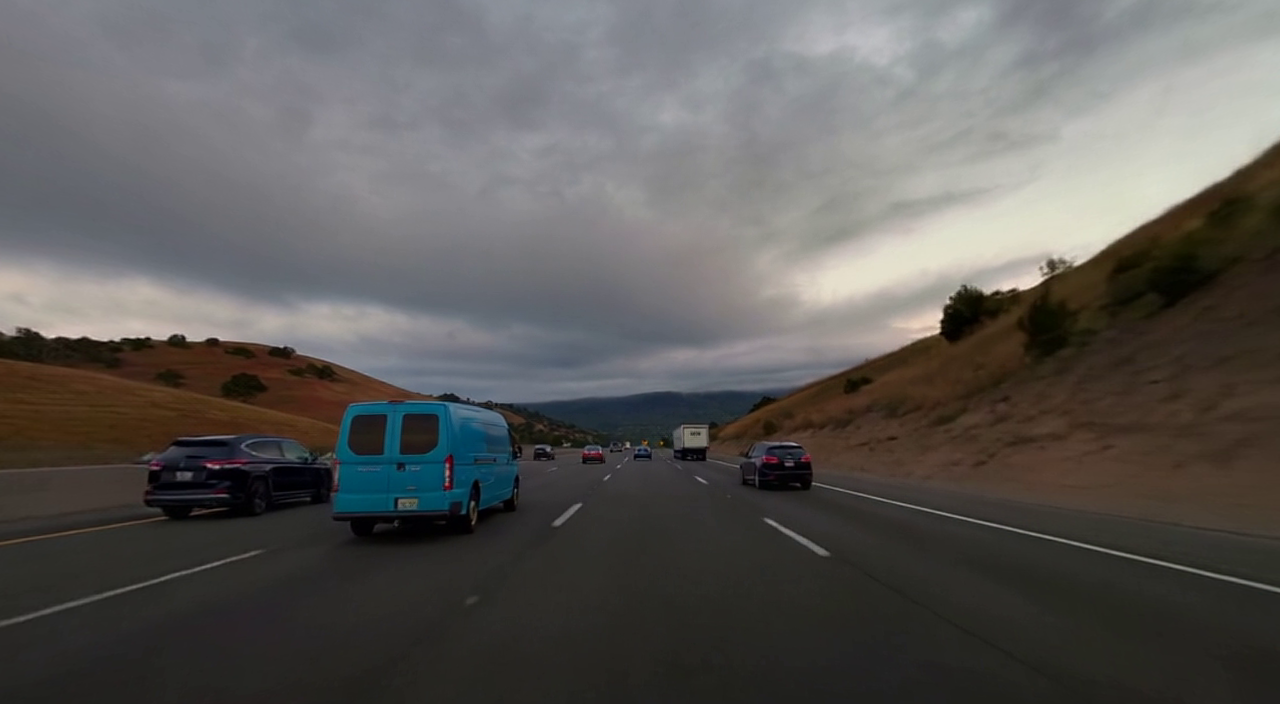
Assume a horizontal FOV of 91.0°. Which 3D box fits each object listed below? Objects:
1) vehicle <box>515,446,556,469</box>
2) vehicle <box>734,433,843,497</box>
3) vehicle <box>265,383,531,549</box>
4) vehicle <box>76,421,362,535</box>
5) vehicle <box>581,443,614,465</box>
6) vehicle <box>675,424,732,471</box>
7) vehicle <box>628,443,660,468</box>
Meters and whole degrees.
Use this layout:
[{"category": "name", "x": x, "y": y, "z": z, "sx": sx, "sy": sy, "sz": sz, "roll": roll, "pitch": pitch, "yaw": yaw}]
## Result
[{"category": "vehicle", "x": -7.105, "y": 7.205, "z": 43.243, "sx": 2.021, "sy": 1.500, "sz": 4.512, "roll": 0, "pitch": -9, "yaw": -1}, {"category": "vehicle", "x": 4.043, "y": 3.167, "z": 17.943, "sx": 2.051, "sy": 1.598, "sz": 4.145, "roll": 0, "pitch": -9, "yaw": -1}, {"category": "vehicle", "x": -3.739, "y": 1.960, "z": 11.359, "sx": 2.421, "sy": 2.203, "sz": 5.775, "roll": 0, "pitch": -9, "yaw": 1}, {"category": "vehicle", "x": -7.498, "y": 2.291, "z": 12.073, "sx": 2.054, "sy": 1.715, "sz": 4.928, "roll": 0, "pitch": -9, "yaw": 0}, {"category": "vehicle", "x": -3.168, "y": 7.726, "z": 47.697, "sx": 2.138, "sy": 1.581, "sz": 4.340, "roll": 0, "pitch": -9, "yaw": 0}, {"category": "vehicle", "x": 3.974, "y": 6.280, "z": 41.322, "sx": 2.877, "sy": 2.730, "sz": 7.831, "roll": 0, "pitch": -9, "yaw": 0}, {"category": "vehicle", "x": 0.242, "y": 6.755, "z": 41.346, "sx": 2.014, "sy": 1.543, "sz": 3.804, "roll": 0, "pitch": -9, "yaw": 0}]
